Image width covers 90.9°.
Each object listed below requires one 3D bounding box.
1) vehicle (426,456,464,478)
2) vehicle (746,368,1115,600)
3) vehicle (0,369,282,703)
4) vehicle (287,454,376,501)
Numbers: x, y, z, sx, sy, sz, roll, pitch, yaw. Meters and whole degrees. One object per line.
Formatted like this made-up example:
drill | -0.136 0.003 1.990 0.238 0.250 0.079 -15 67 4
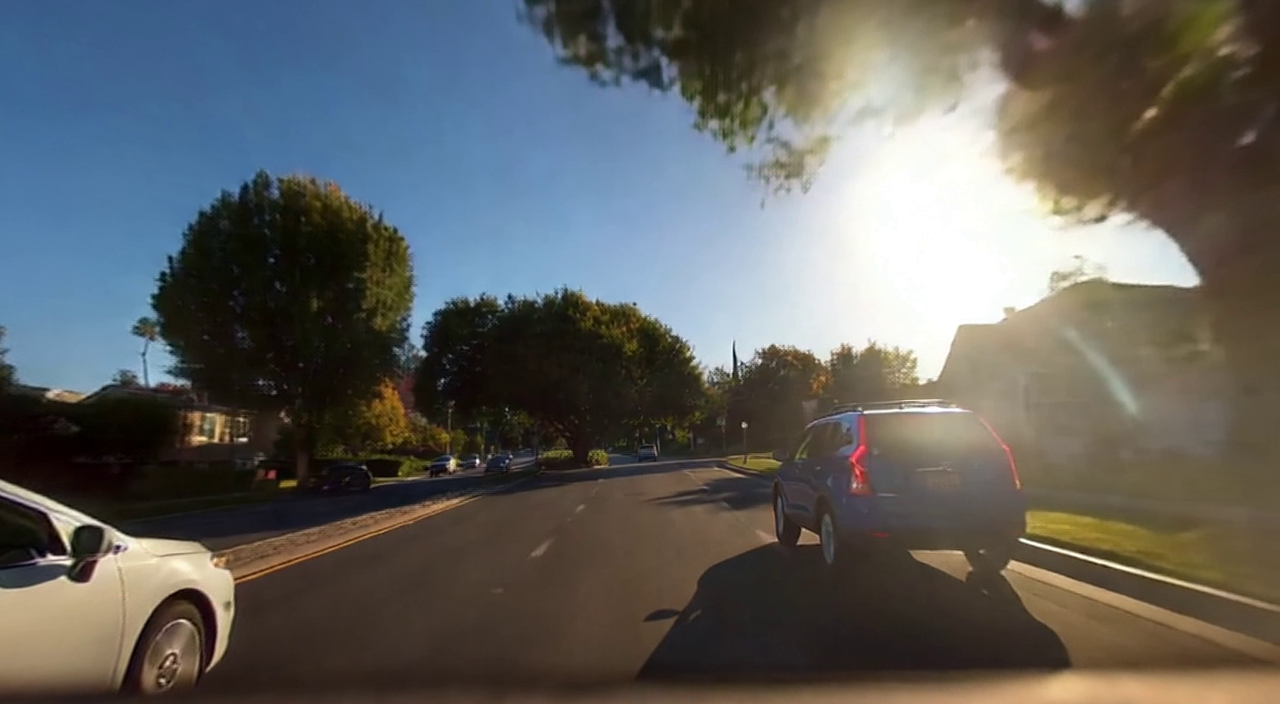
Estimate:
vehicle | -14.968 8.824 48.523 1.839 1.496 4.338 0 -9 -4
vehicle | 3.072 1.594 8.523 2.338 2.063 5.592 -1 -9 1
vehicle | -3.378 0.831 1.778 2.058 1.659 4.514 -1 -9 0
vehicle | -13.303 5.391 27.491 1.931 1.788 4.224 0 -9 -4
